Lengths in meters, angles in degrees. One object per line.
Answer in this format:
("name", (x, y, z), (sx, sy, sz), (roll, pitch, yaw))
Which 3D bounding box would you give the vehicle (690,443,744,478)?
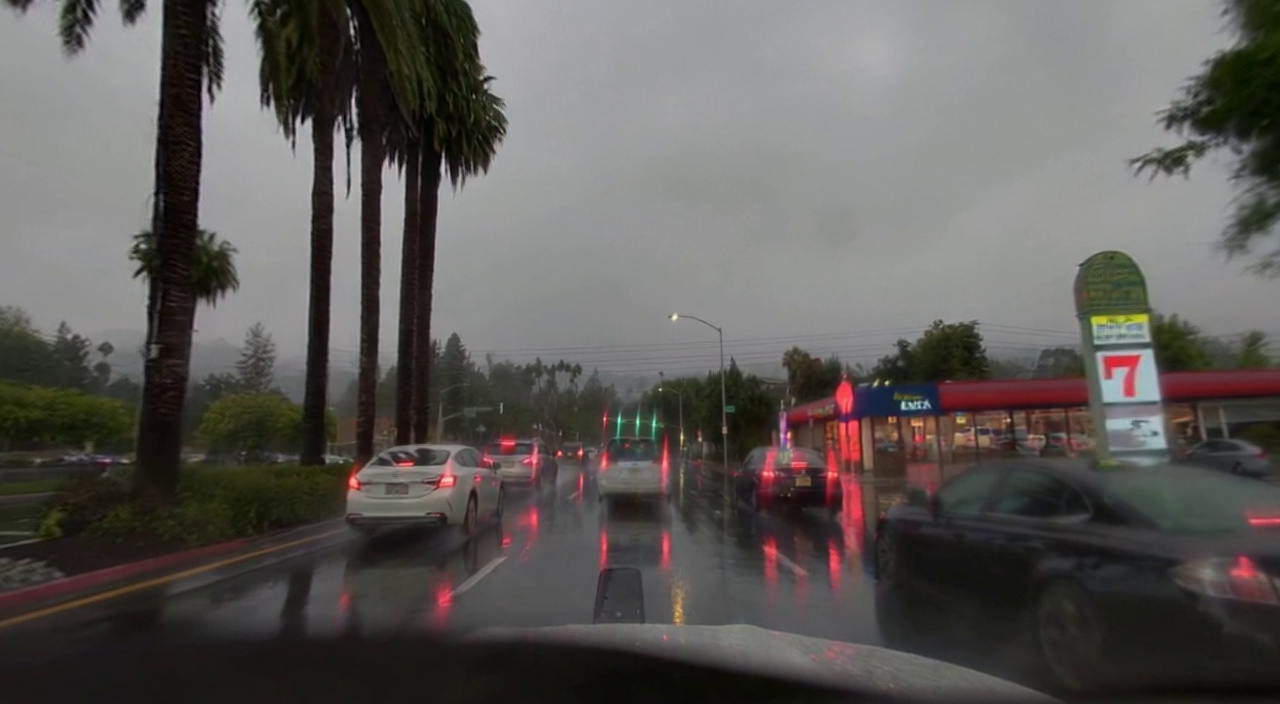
("vehicle", (3.403, 4.865, 28.574), (1.880, 1.476, 3.932), (0, -8, -1))

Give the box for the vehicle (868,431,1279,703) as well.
("vehicle", (3.593, 1.402, 4.976), (1.867, 1.448, 4.436), (0, -8, -1))

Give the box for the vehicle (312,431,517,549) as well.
("vehicle", (-3.334, 2.103, 10.300), (1.864, 1.505, 4.202), (0, -8, -1))

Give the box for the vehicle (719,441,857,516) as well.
("vehicle", (3.235, 2.861, 14.854), (1.977, 1.480, 4.589), (0, -8, -2))

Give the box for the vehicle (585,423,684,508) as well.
("vehicle", (-0.134, 2.824, 16.082), (2.164, 1.867, 4.254), (0, -8, 0))
